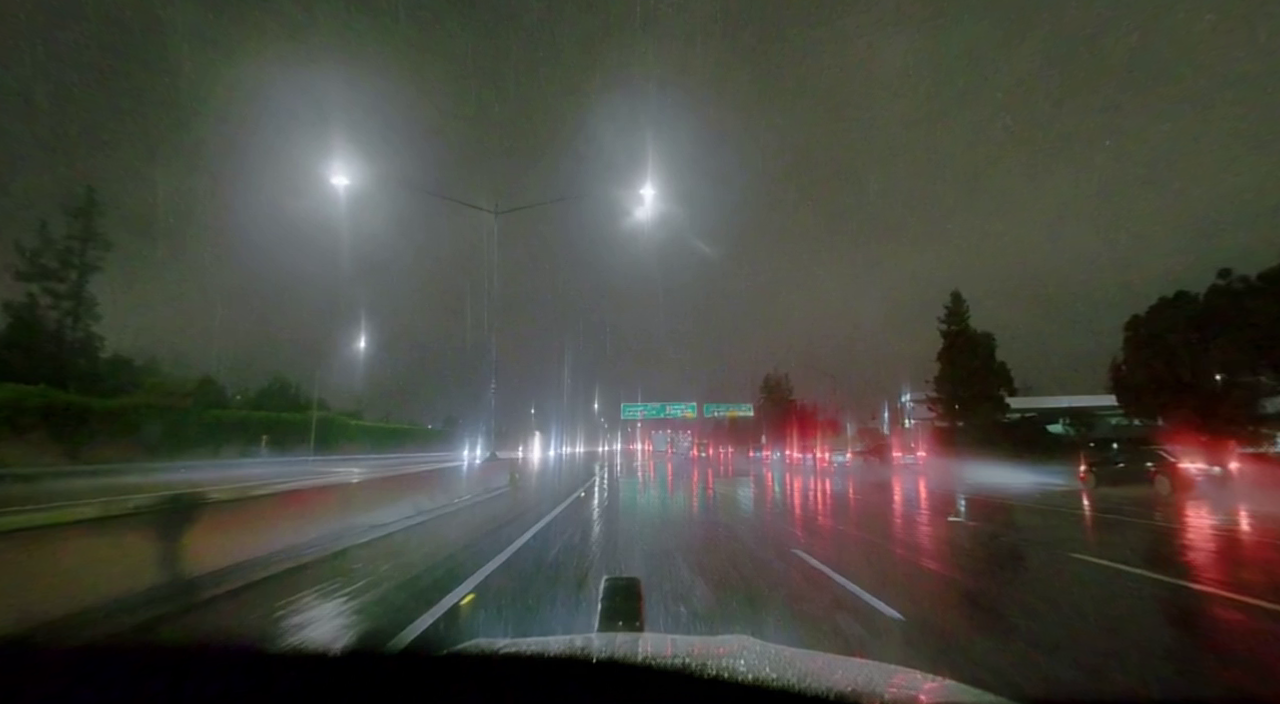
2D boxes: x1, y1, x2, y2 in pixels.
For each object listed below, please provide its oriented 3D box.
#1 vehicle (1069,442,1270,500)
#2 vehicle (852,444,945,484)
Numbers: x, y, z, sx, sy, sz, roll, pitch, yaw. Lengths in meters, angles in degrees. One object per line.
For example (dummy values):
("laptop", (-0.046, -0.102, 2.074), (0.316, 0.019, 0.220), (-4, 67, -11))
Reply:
("vehicle", (15.378, 3.454, 18.801), (1.915, 1.479, 4.691), (0, -9, 0))
("vehicle", (10.072, 4.369, 24.987), (1.836, 1.418, 4.132), (0, -9, -1))
